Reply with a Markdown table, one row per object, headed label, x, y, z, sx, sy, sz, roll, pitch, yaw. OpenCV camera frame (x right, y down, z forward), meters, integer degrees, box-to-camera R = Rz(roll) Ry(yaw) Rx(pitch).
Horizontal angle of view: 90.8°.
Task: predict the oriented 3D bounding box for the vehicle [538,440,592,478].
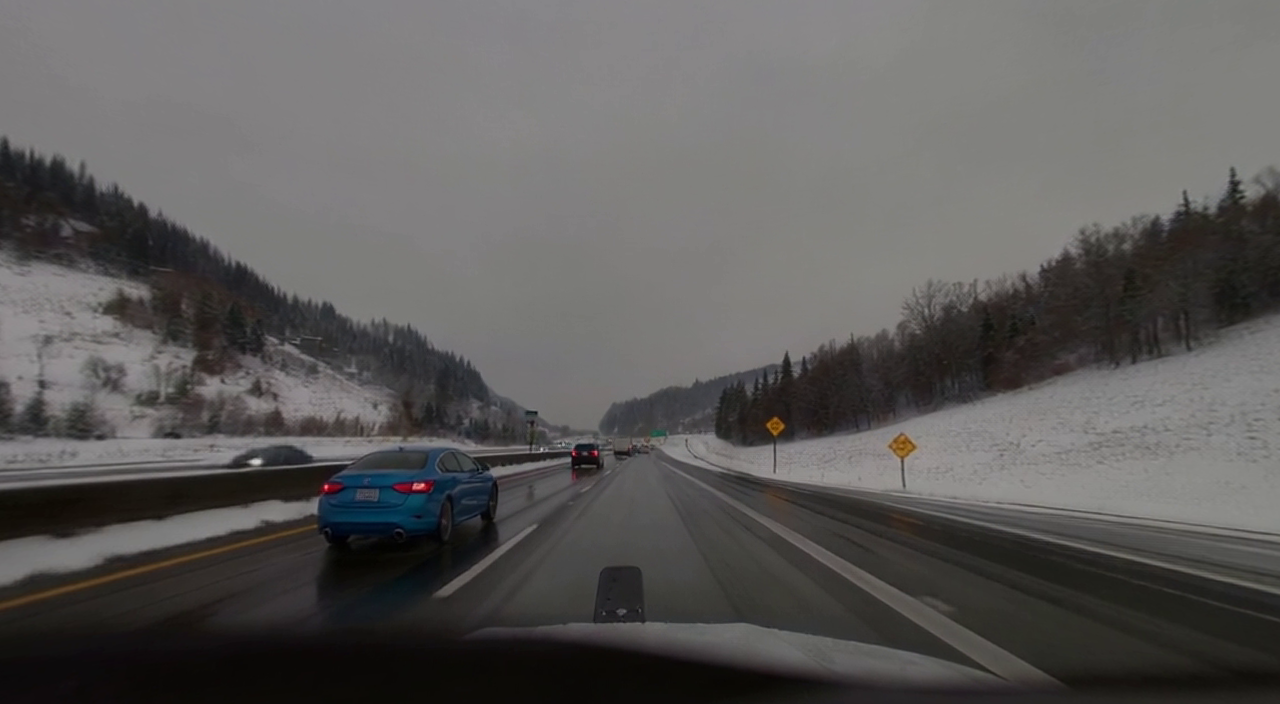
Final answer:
| label | x | y | z | sx | sy | sz | roll | pitch | yaw |
| --- | --- | --- | --- | --- | --- | --- | --- | --- | --- |
| vehicle | -3.607 | 5.243 | 31.118 | 2.073 | 1.694 | 4.162 | -1 | -9 | 1 |

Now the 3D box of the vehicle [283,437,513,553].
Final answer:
| label | x | y | z | sx | sy | sz | roll | pitch | yaw |
| --- | --- | --- | --- | --- | --- | --- | --- | --- | --- |
| vehicle | -3.542 | 2.174 | 10.335 | 1.988 | 1.440 | 4.504 | 0 | -9 | 0 |

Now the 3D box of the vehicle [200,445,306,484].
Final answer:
| label | x | y | z | sx | sy | sz | roll | pitch | yaw |
| --- | --- | --- | --- | --- | --- | --- | --- | --- | --- |
| vehicle | -15.949 | 4.644 | 26.284 | 1.863 | 1.443 | 4.026 | 0 | -9 | 0 |
